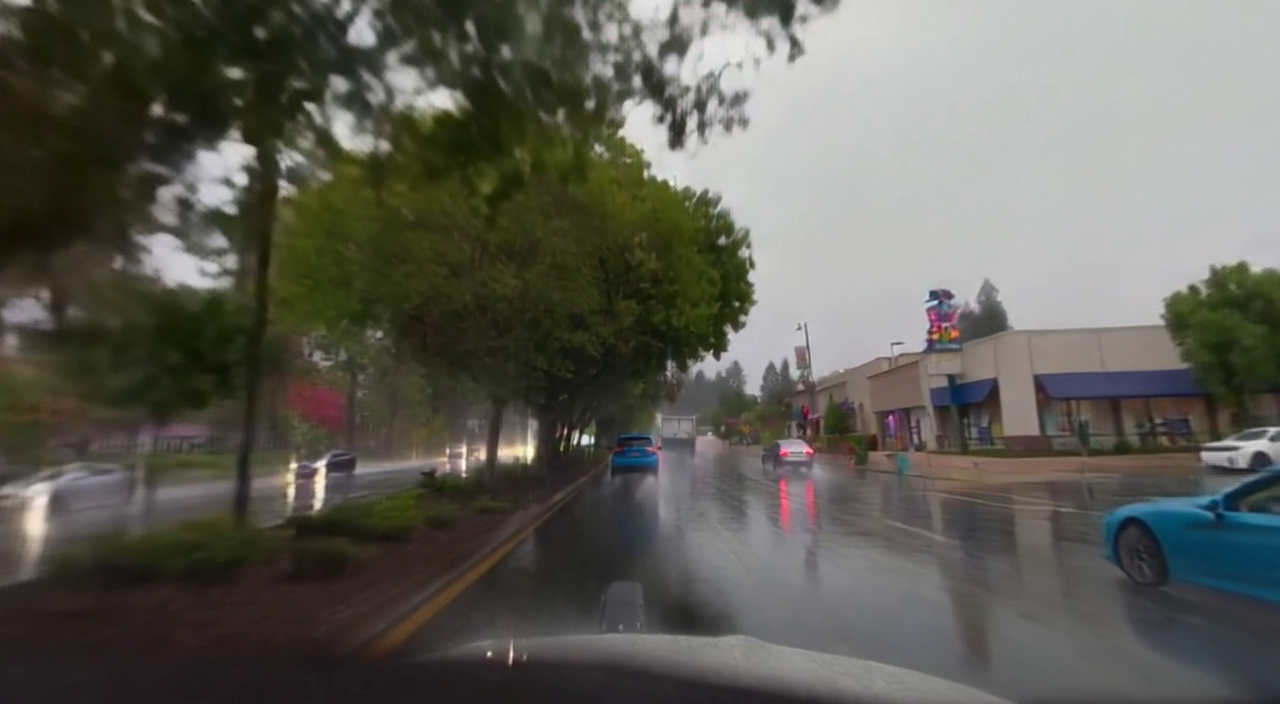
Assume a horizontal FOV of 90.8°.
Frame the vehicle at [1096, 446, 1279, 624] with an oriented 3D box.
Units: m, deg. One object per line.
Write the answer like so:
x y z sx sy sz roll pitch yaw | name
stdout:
5.865 1.299 4.300 2.258 1.294 4.312 0 -9 -1 | vehicle

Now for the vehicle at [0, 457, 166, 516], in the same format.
-17.000 3.925 18.950 1.929 1.460 4.668 0 -9 0 | vehicle

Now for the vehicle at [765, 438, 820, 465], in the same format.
9.023 5.940 37.724 2.045 1.484 4.342 0 -9 -2 | vehicle

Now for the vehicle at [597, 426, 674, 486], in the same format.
-0.158 3.390 20.820 2.266 1.762 4.131 0 -8 -1 | vehicle

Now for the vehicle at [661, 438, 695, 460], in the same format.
2.696 6.932 45.322 2.078 1.471 4.142 0 -9 -2 | vehicle

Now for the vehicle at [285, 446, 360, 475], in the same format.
-19.245 6.592 38.574 1.982 1.633 4.620 -1 -9 3 | vehicle
